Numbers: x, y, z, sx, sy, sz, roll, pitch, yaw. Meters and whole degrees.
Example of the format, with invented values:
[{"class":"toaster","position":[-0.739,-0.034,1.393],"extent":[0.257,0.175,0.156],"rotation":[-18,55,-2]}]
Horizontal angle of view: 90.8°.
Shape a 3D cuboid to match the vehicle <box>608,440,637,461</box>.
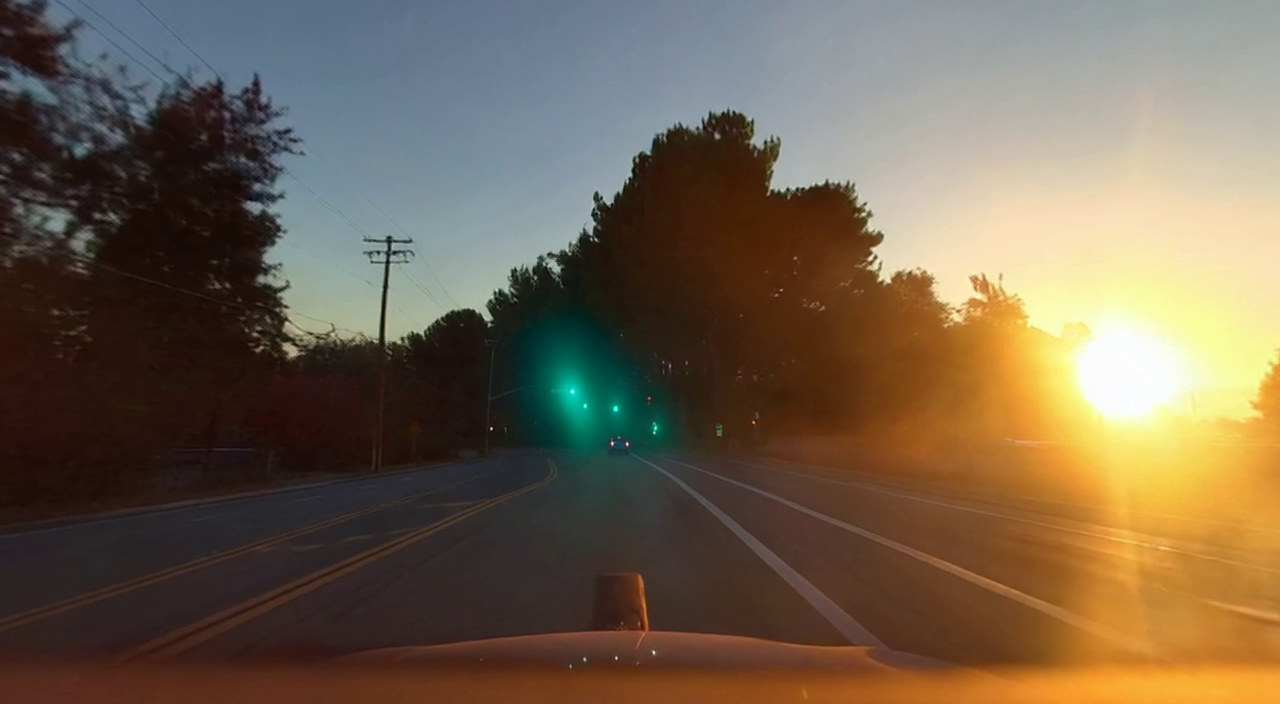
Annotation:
[{"class":"vehicle","position":[-1.401,7.435,48.019],"extent":[2.042,1.489,3.963],"rotation":[0,-8,-4]}]
